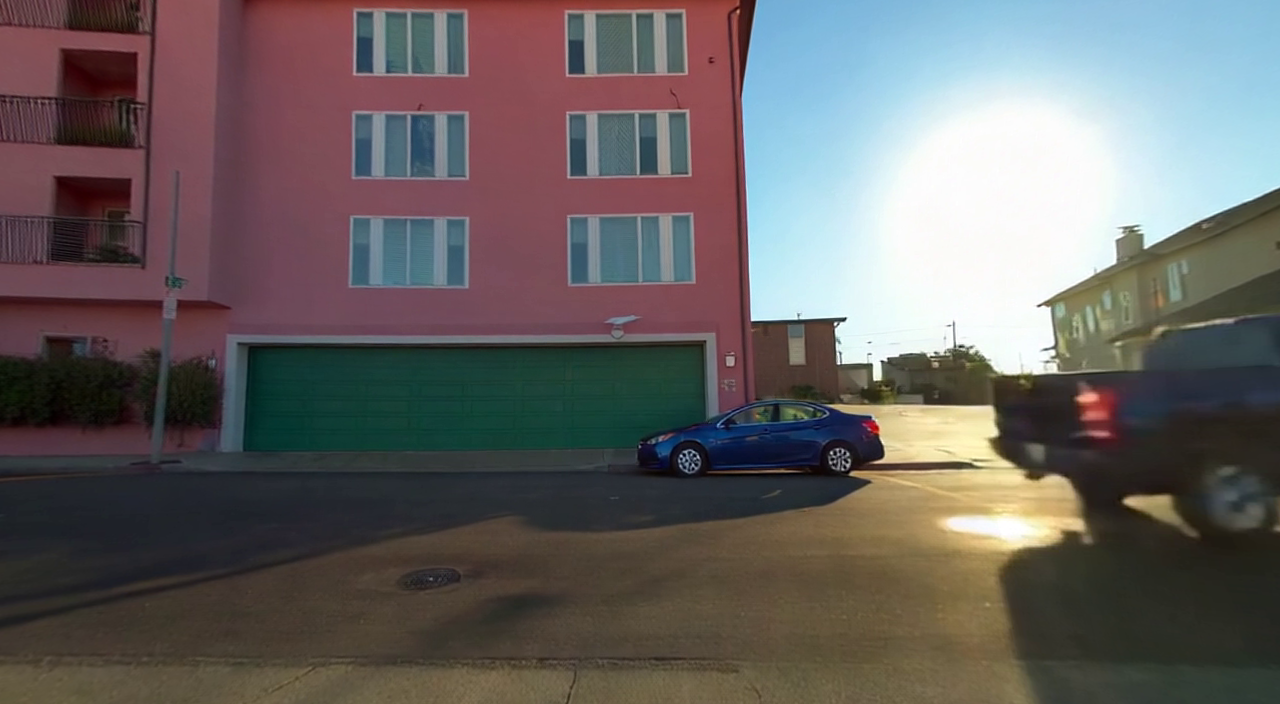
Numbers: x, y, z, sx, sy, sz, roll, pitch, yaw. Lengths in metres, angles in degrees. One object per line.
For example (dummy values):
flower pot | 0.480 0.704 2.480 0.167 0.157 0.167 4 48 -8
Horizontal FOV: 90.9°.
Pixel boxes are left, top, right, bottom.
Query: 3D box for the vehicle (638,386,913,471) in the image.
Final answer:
vehicle | 2.314 1.448 11.786 4.697 1.444 1.825 0 -8 -1

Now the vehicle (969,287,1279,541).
vehicle | 6.498 0.606 6.003 5.448 1.974 2.176 0 -8 0
